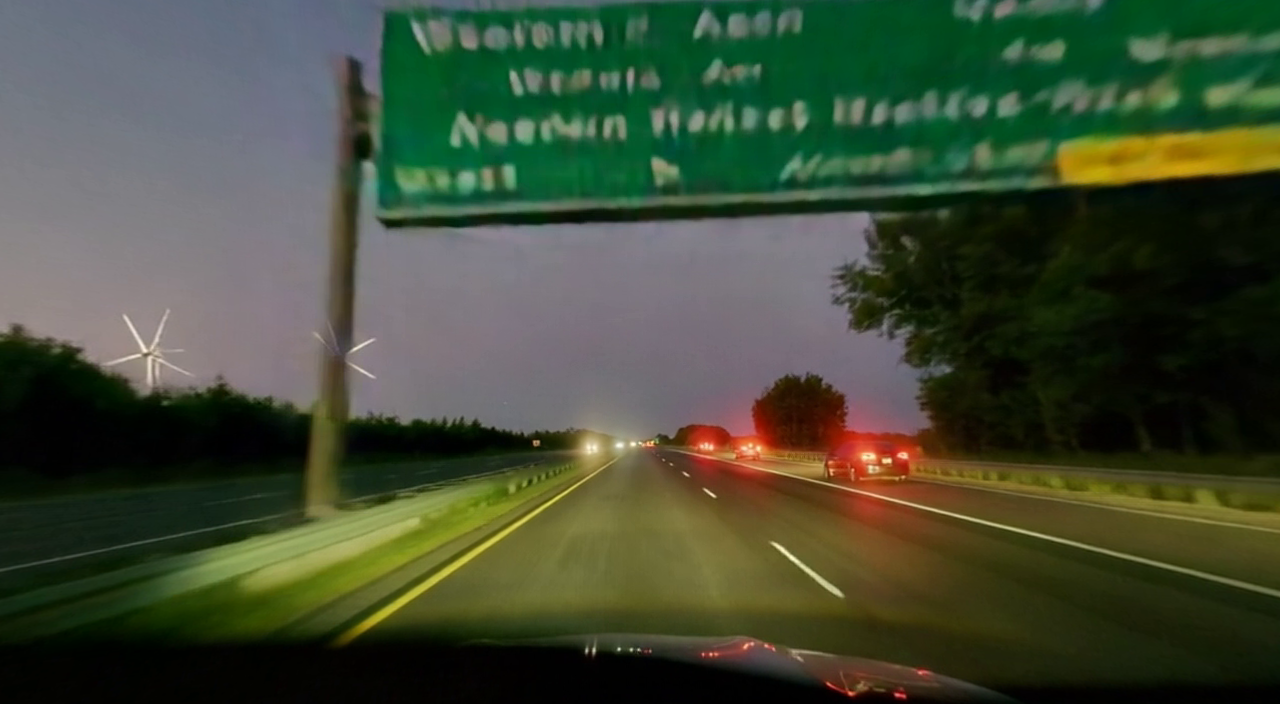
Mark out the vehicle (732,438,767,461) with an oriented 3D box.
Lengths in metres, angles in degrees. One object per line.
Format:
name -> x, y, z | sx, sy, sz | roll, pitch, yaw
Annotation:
vehicle -> 8.493, 7.635, 49.349 | 1.897, 1.669, 4.825 | 0, -9, 0
